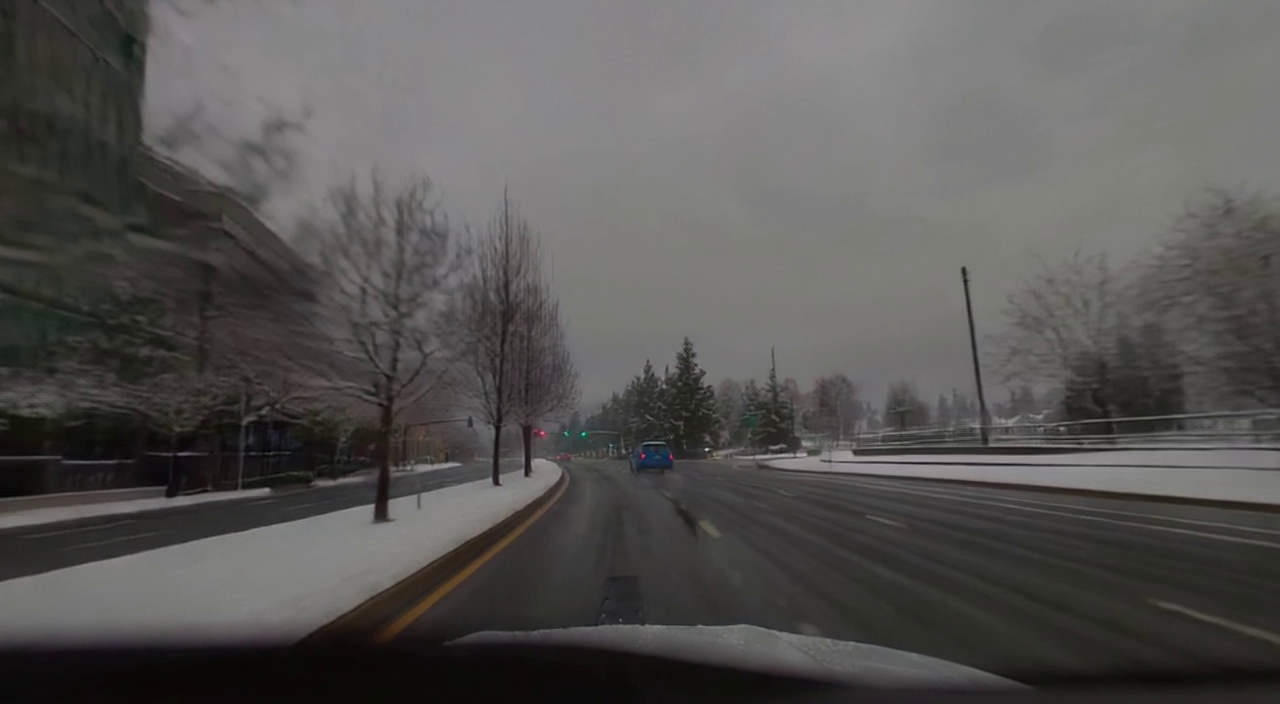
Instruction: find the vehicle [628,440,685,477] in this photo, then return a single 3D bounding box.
[{"bbox_3d":[0.724,5.181,30.942,2.165,1.633,4.381,1,-9,-7],"label":"vehicle"}]
